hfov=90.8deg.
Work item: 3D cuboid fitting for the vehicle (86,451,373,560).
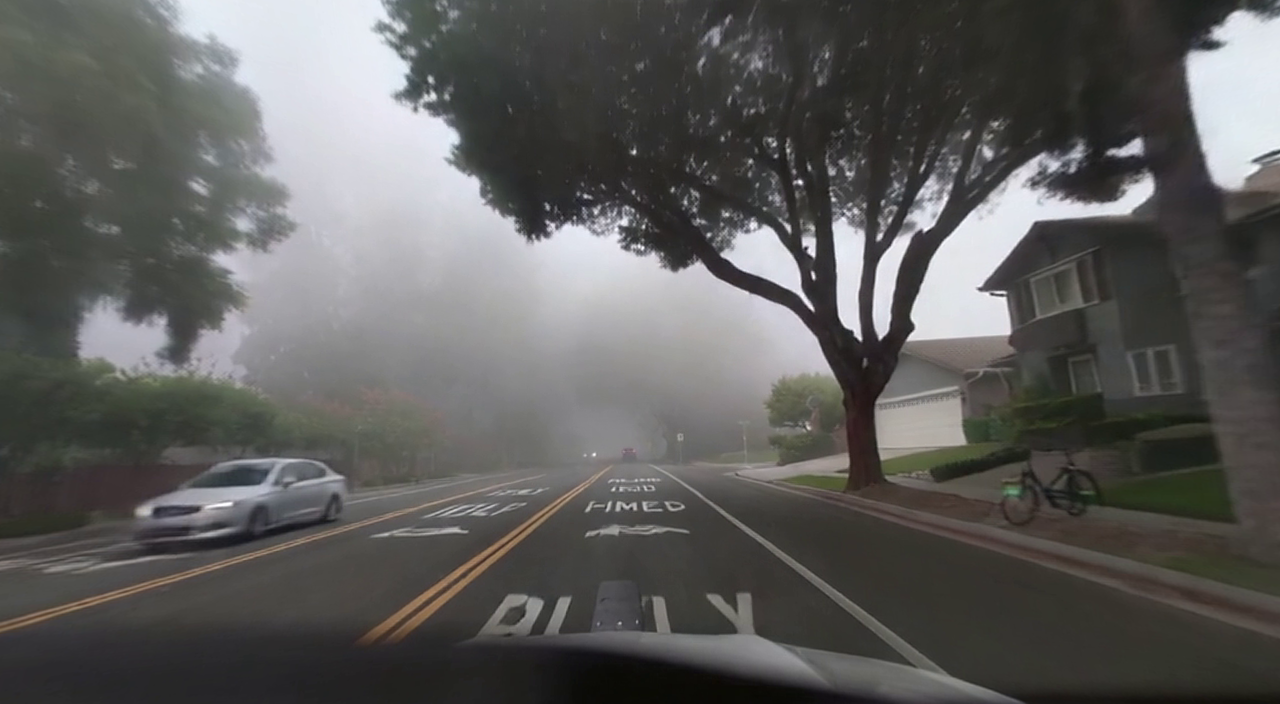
[{"bbox_3d":[-6.909,2.582,11.491,2.006,1.501,4.789,0,-9,0],"label":"vehicle"}]
